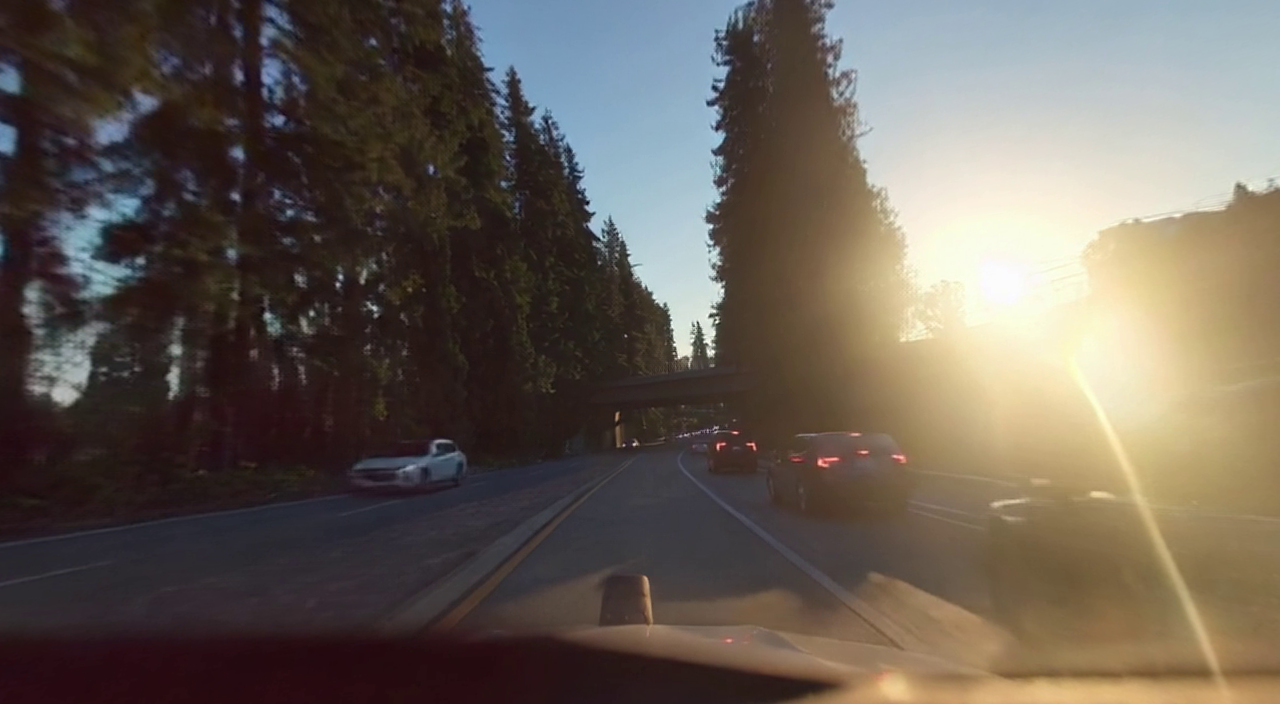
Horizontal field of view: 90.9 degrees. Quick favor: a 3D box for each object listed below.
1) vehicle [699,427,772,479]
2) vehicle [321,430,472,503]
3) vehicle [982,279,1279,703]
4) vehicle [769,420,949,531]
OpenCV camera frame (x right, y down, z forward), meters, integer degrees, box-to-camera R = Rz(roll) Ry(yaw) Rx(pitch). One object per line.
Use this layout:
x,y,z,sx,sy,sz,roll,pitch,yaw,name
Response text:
3.885,4.213,26.562,2.273,1.944,4.866,0,-8,0,vehicle
-6.933,3.298,18.624,2.089,1.860,4.704,-1,-8,7,vehicle
3.335,0.640,1.992,1.985,1.895,4.496,0,-8,1,vehicle
3.844,2.244,12.002,1.938,1.710,4.249,0,-8,1,vehicle
